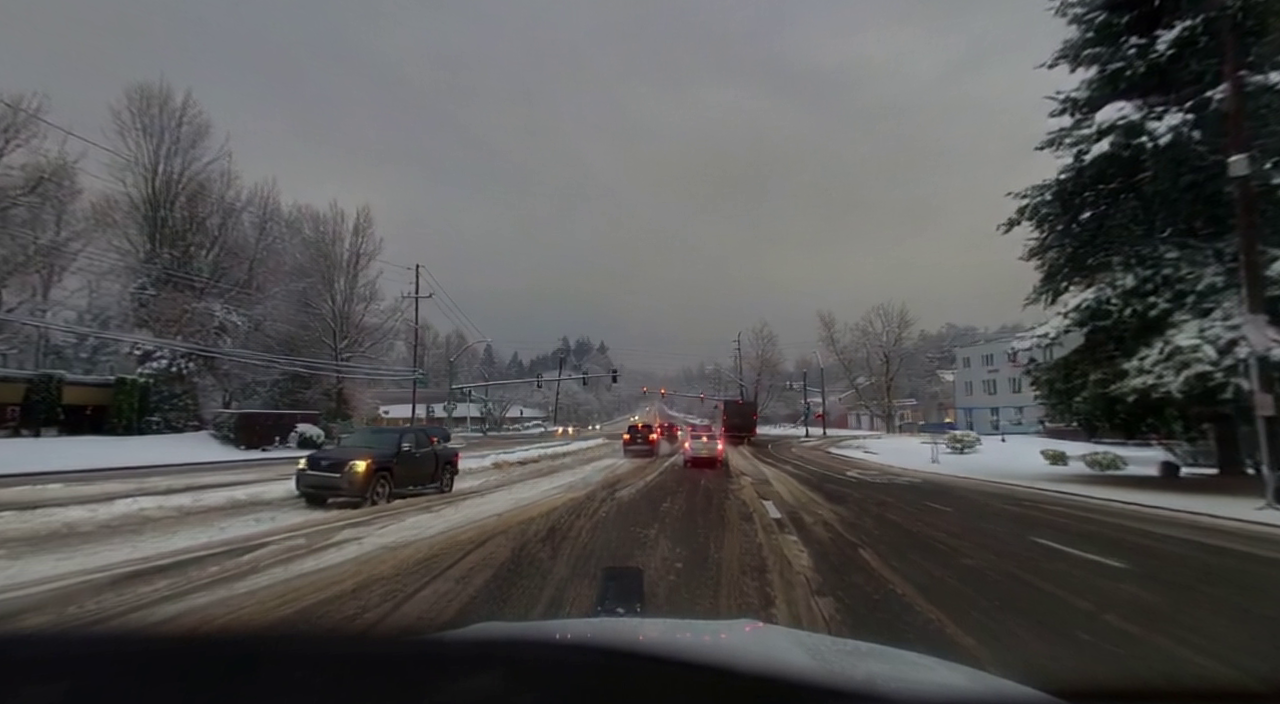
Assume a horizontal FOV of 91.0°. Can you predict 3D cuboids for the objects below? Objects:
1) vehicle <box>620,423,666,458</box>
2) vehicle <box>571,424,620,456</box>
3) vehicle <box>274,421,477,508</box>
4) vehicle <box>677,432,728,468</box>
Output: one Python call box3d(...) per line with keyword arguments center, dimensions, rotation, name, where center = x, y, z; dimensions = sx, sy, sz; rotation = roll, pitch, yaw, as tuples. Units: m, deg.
box3d(center=(0.235, 5.182, 36.744), dimensions=(2.188, 1.892, 4.488), rotation=(-1, -9, 7), name="vehicle")
box3d(center=(-2.589, 5.297, 37.823), dimensions=(2.078, 1.787, 5.006), rotation=(-1, -9, 6), name="vehicle")
box3d(center=(-5.211, 2.289, 13.175), dimensions=(2.010, 1.515, 4.152), rotation=(-1, -9, 8), name="vehicle")
box3d(center=(2.935, 4.436, 28.630), dimensions=(2.109, 1.500, 4.585), rotation=(-1, -9, 8), name="vehicle")
